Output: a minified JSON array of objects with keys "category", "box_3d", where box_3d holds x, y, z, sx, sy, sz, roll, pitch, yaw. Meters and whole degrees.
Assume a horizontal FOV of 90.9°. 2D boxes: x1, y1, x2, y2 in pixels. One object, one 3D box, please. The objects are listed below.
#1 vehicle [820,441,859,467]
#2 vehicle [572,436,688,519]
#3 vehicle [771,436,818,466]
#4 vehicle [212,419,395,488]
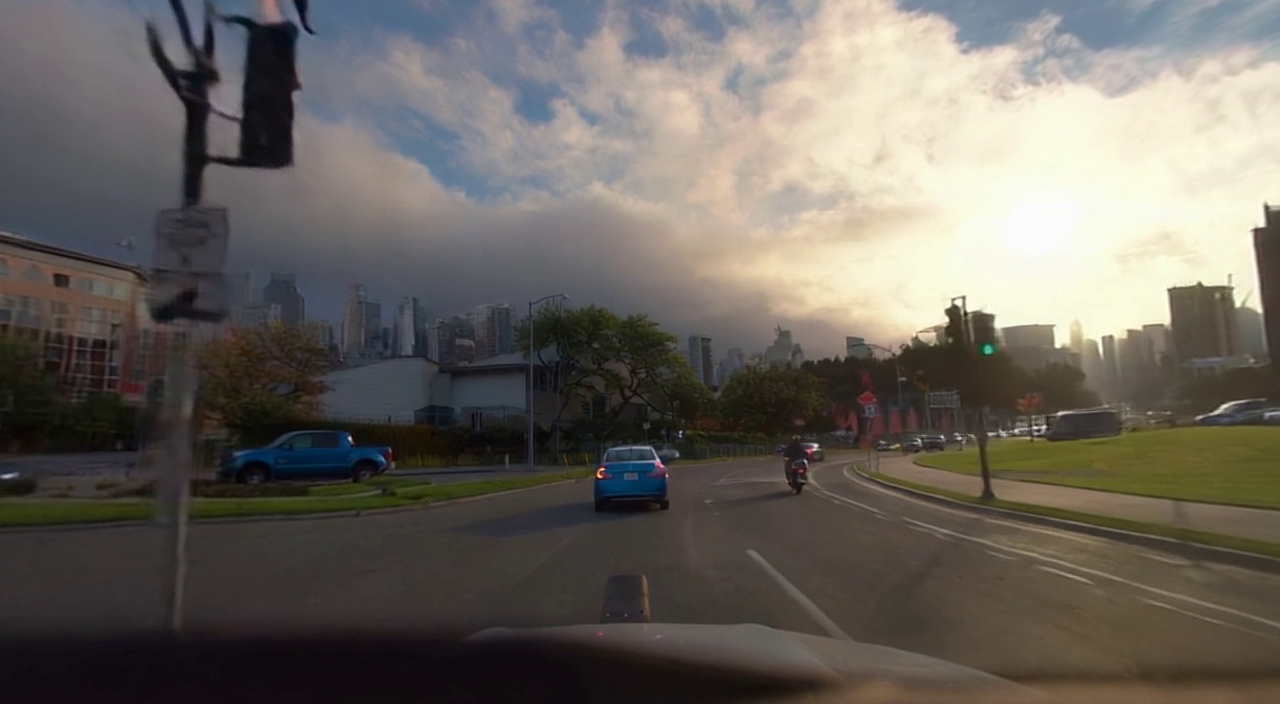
[{"category":"vehicle","box_3d":[12.759,6.476,40.130,1.822,1.555,3.574,-5,-10,25]},{"category":"vehicle","box_3d":[-0.181,2.601,13.501,2.118,1.480,3.949,0,-9,0]},{"category":"vehicle","box_3d":[10.136,6.467,41.159,2.212,1.790,4.768,-4,-10,22]},{"category":"vehicle","box_3d":[-15.225,4.693,29.256,2.287,2.780,7.166,-6,-10,31]}]
